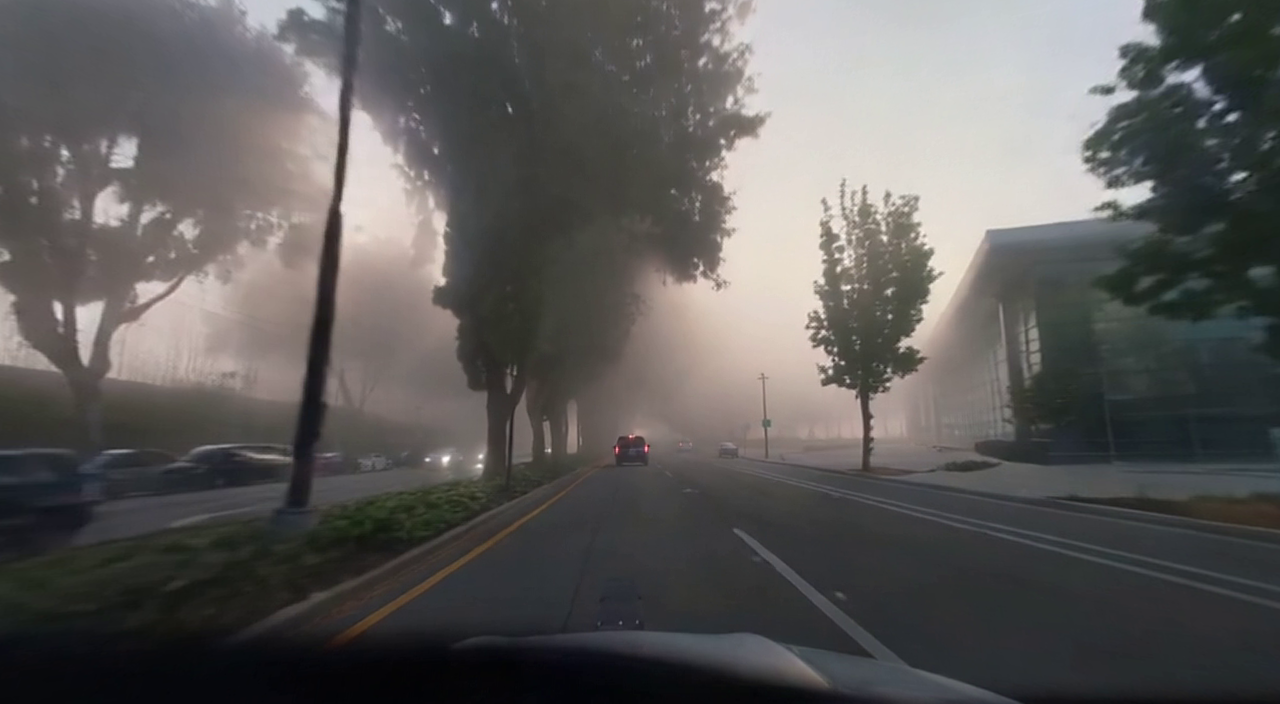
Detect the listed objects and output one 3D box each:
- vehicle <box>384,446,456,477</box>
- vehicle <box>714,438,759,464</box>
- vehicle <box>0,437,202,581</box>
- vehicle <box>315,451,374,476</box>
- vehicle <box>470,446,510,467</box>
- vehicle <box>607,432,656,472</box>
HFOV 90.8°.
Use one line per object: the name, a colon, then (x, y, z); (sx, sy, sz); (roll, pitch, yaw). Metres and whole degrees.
vehicle: (-11.391, 5.692, 33.106); (2.013, 1.460, 4.902); (0, -9, 0)
vehicle: (6.926, 7.200, 45.933); (2.364, 1.781, 4.854); (0, -9, -1)
vehicle: (-7.634, 1.748, 7.330); (1.964, 1.478, 4.368); (0, -9, 0)
vehicle: (-18.502, 6.981, 39.776); (1.796, 1.499, 4.068); (0, -9, -1)
vehicle: (-10.732, 7.495, 45.475); (1.950, 1.438, 4.343); (0, -9, -2)
vehicle: (-0.450, 5.334, 33.879); (2.411, 1.937, 5.186); (0, -9, -1)
